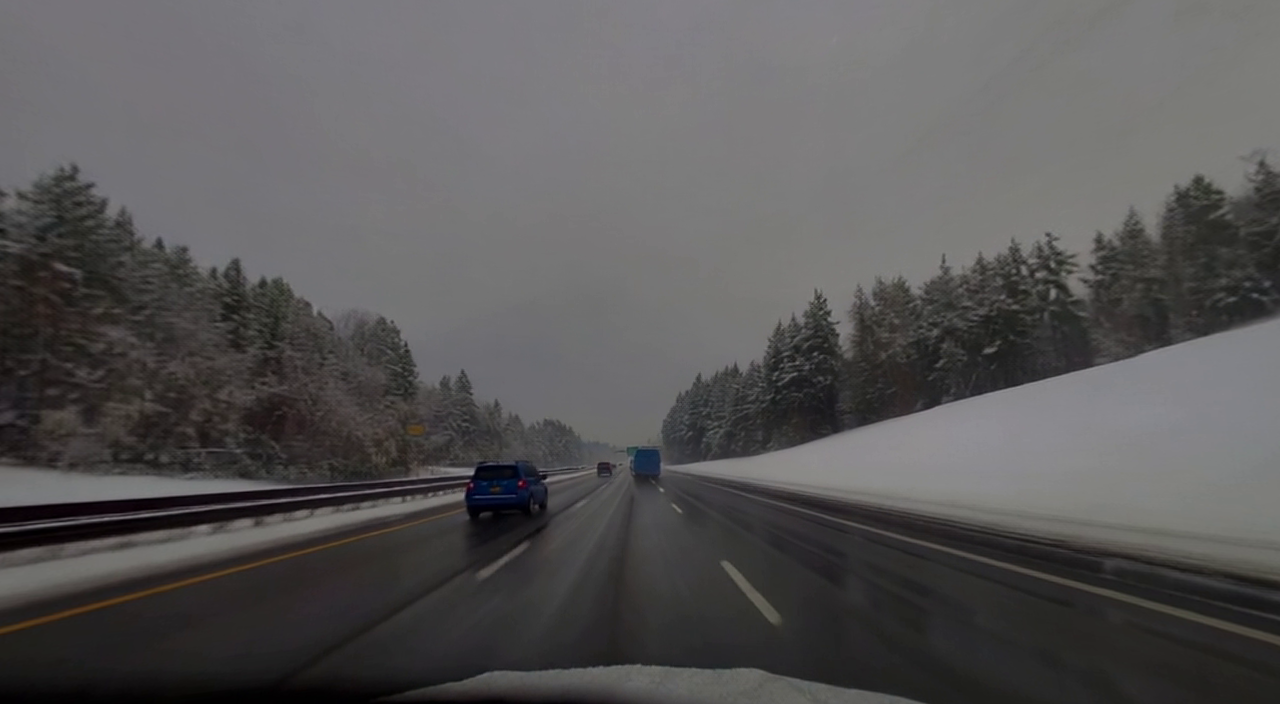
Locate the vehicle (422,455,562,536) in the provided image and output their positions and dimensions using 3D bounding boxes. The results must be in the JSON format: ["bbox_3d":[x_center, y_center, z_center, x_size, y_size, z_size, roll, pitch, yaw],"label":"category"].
[{"bbox_3d":[-3.090,3.134,14.217,2.038,1.490,4.391,1,-10,1],"label":"vehicle"}]
